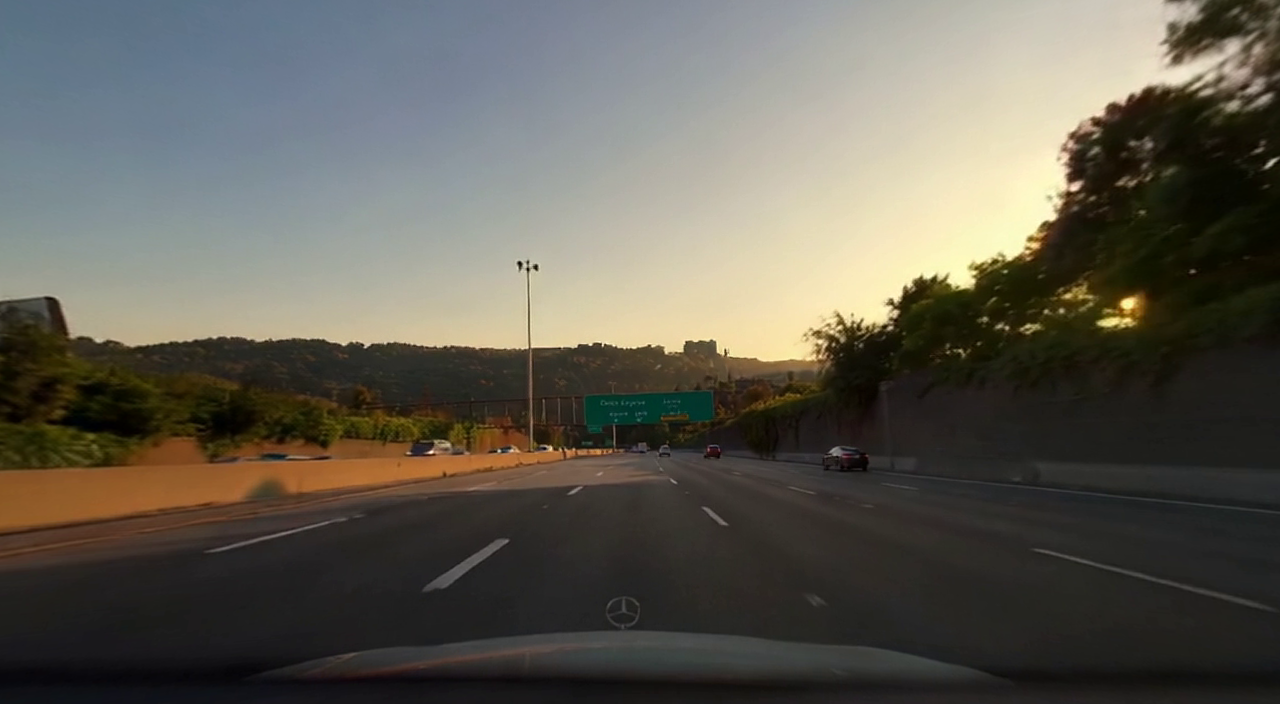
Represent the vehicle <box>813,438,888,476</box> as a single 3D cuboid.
[{"bbox_3d":[10.460,5.248,31.660,2.167,1.781,4.340,0,-9,-1],"label":"vehicle"}]
